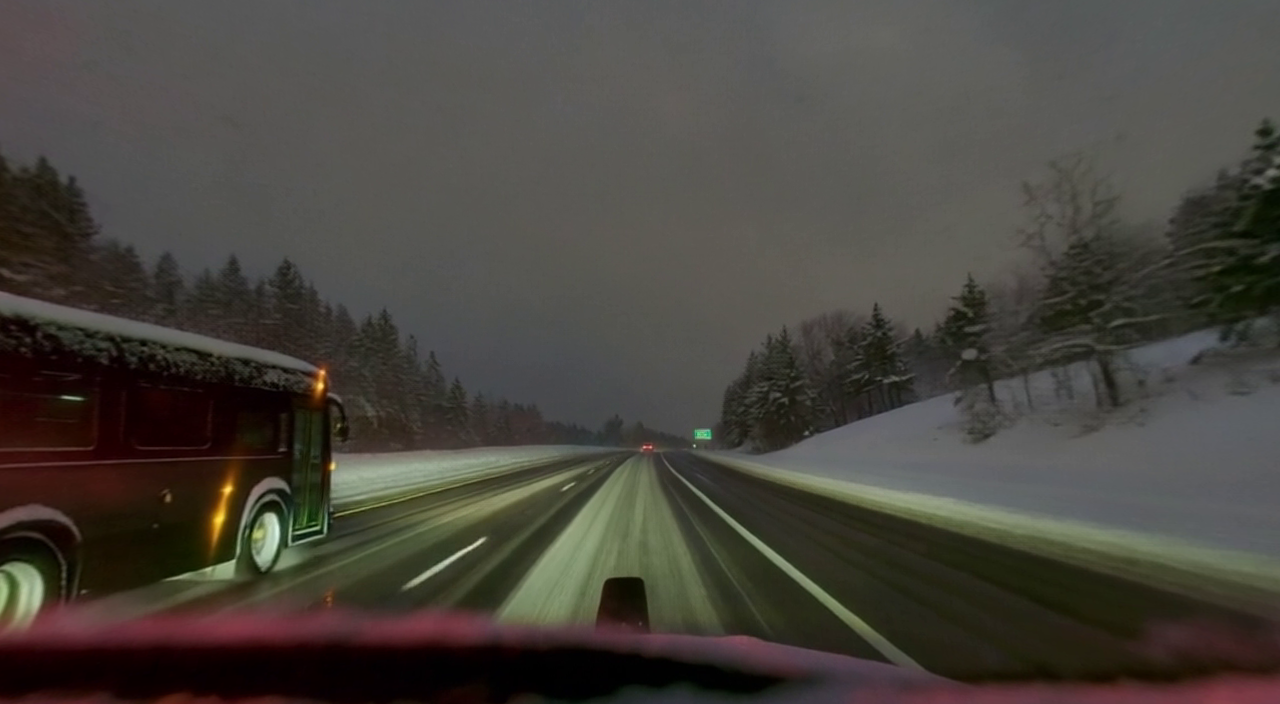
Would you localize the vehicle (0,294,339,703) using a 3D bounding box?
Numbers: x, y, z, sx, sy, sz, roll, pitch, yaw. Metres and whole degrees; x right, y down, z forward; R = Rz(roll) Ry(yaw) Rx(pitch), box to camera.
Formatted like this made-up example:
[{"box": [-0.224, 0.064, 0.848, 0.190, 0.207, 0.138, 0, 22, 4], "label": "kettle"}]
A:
[{"box": [-4.097, 0.818, 3.599, 2.127, 1.985, 5.205, -1, -8, 1], "label": "vehicle"}]
